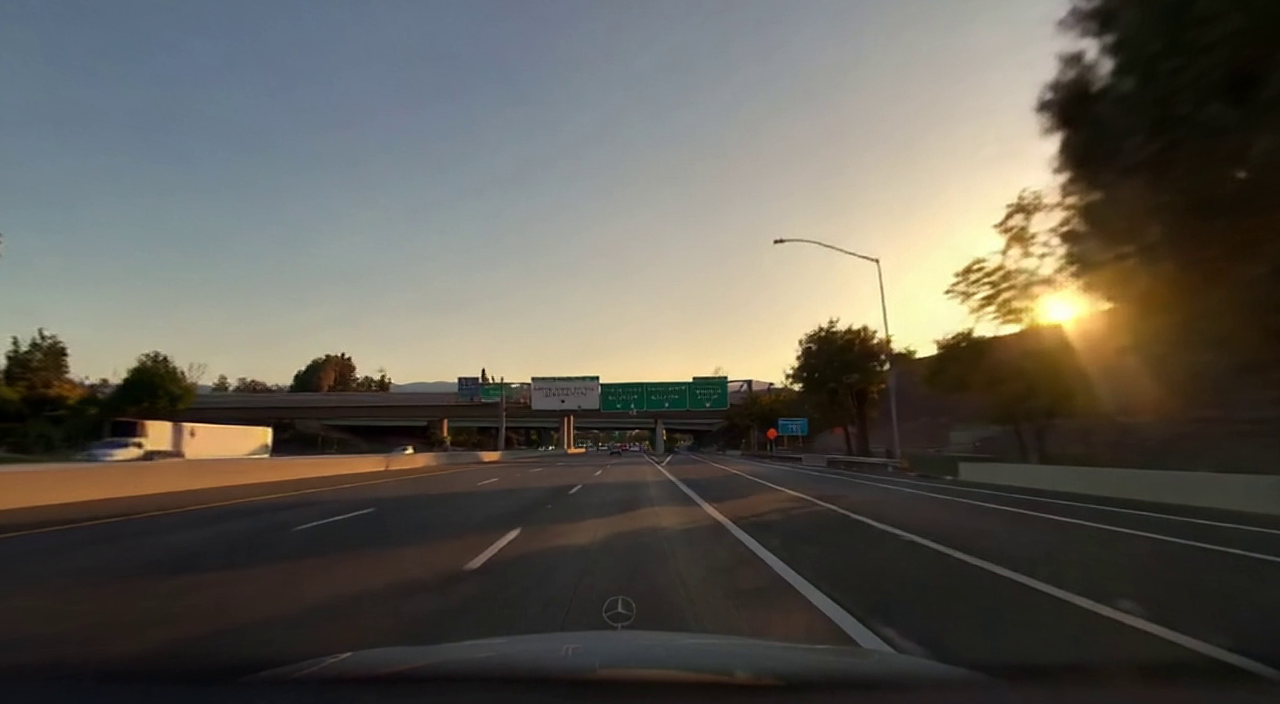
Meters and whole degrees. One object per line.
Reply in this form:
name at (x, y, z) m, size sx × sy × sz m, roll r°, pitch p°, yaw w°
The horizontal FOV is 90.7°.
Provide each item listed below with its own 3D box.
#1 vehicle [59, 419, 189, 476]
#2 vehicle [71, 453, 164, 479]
vehicle at (-39.609, 7.374, 49.099) m, size 3.028 × 3.981 × 8.242 m, roll 0°, pitch -8°, yaw 0°
vehicle at (-32.480, 7.081, 39.534) m, size 1.820 × 1.473 × 4.740 m, roll 0°, pitch -8°, yaw 0°
